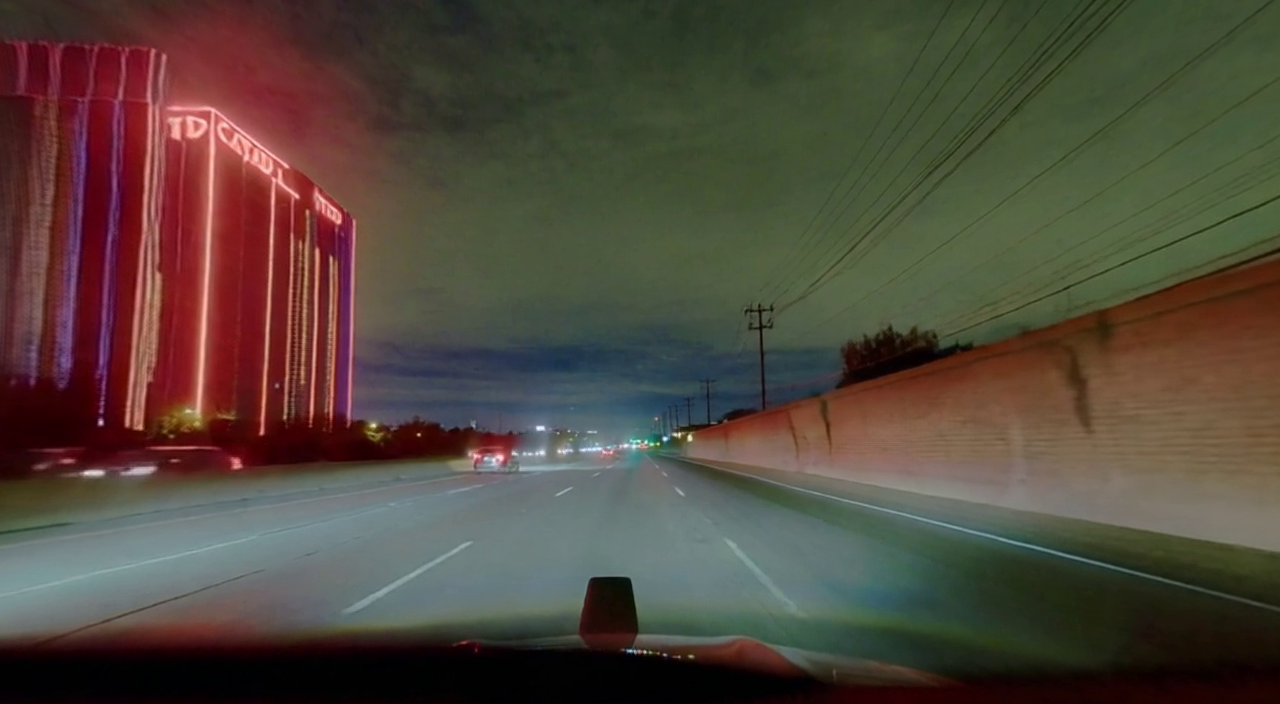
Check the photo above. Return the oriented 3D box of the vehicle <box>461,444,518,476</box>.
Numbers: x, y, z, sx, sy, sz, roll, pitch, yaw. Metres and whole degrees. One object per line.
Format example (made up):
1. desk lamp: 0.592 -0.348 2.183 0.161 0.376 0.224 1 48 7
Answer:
1. vehicle: -7.868 5.647 33.406 2.013 1.574 3.923 0 -8 0

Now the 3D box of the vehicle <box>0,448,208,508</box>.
1. vehicle: -14.928 3.487 18.019 1.886 1.455 4.584 0 -8 1
